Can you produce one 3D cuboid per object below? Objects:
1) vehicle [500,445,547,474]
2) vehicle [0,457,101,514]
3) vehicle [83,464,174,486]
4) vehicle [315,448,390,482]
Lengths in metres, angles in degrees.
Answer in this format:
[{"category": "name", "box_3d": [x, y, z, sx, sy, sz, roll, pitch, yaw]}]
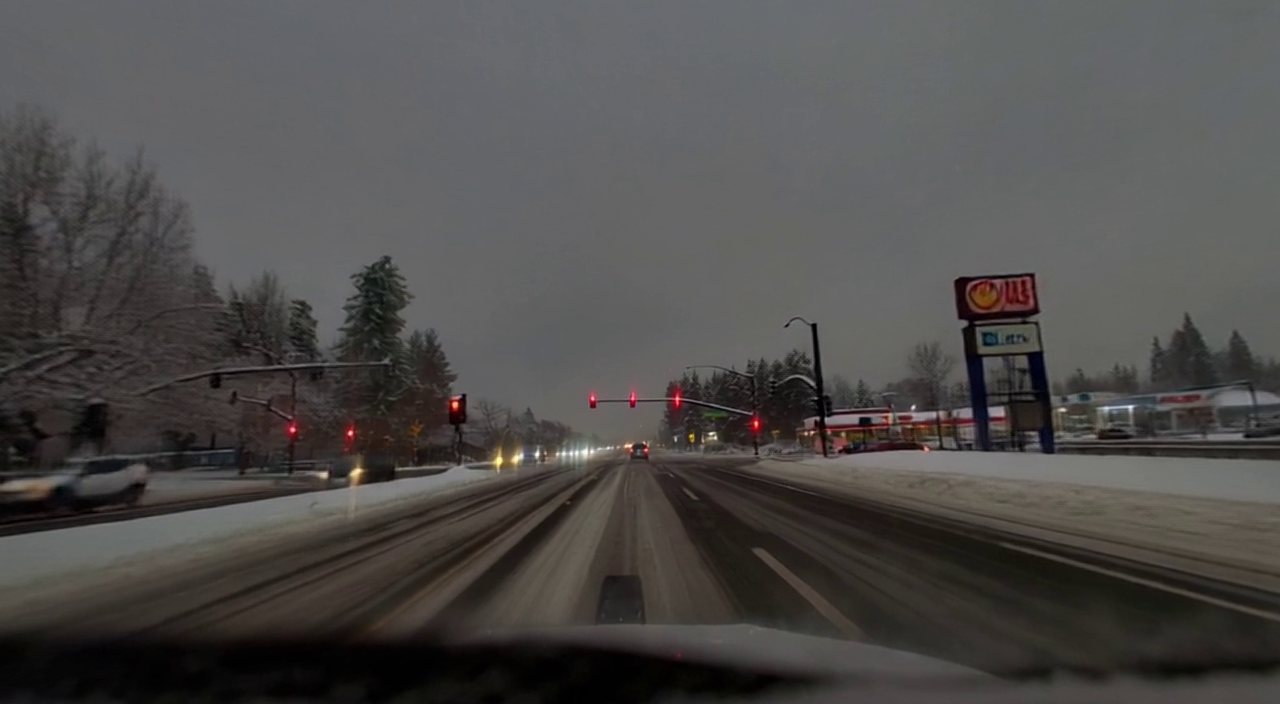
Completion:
[{"category": "vehicle", "box_3d": [-6.612, 6.107, 36.160, 1.898, 1.539, 4.314, 0, -8, -1]}, {"category": "vehicle", "box_3d": [-18.609, 3.836, 18.204, 1.948, 1.507, 4.742, 0, -8, 0]}, {"category": "vehicle", "box_3d": [-38.200, 9.156, 47.275, 4.807, 1.468, 2.004, 1, -8, -7]}, {"category": "vehicle", "box_3d": [-14.936, 5.857, 33.095, 1.907, 1.652, 4.393, 0, -8, -1]}]
